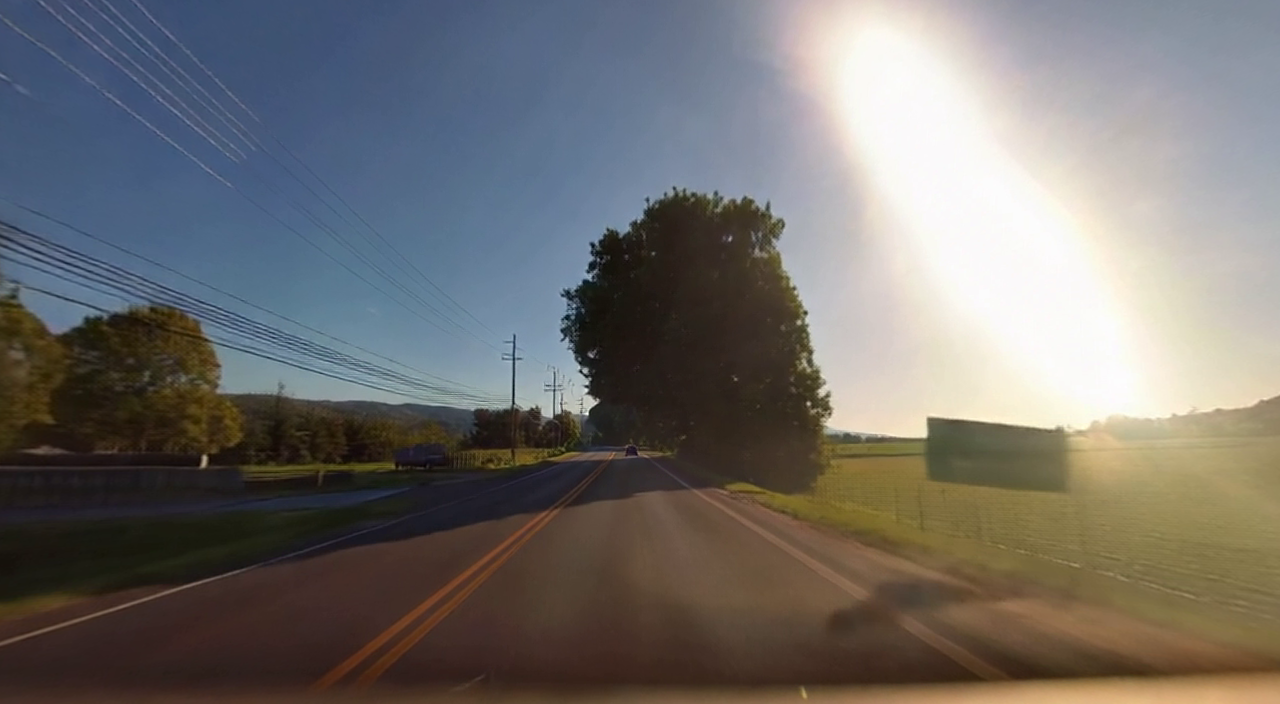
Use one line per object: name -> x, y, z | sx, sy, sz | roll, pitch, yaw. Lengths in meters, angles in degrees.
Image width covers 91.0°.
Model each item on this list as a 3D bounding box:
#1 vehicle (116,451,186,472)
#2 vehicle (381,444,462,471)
vehicle -> -35.257, 7.872, 45.336 | 4.566, 1.459, 1.772 | -4, -10, 21
vehicle -> -15.234, 7.366, 44.077 | 4.894, 1.774, 2.150 | 0, -8, 1
